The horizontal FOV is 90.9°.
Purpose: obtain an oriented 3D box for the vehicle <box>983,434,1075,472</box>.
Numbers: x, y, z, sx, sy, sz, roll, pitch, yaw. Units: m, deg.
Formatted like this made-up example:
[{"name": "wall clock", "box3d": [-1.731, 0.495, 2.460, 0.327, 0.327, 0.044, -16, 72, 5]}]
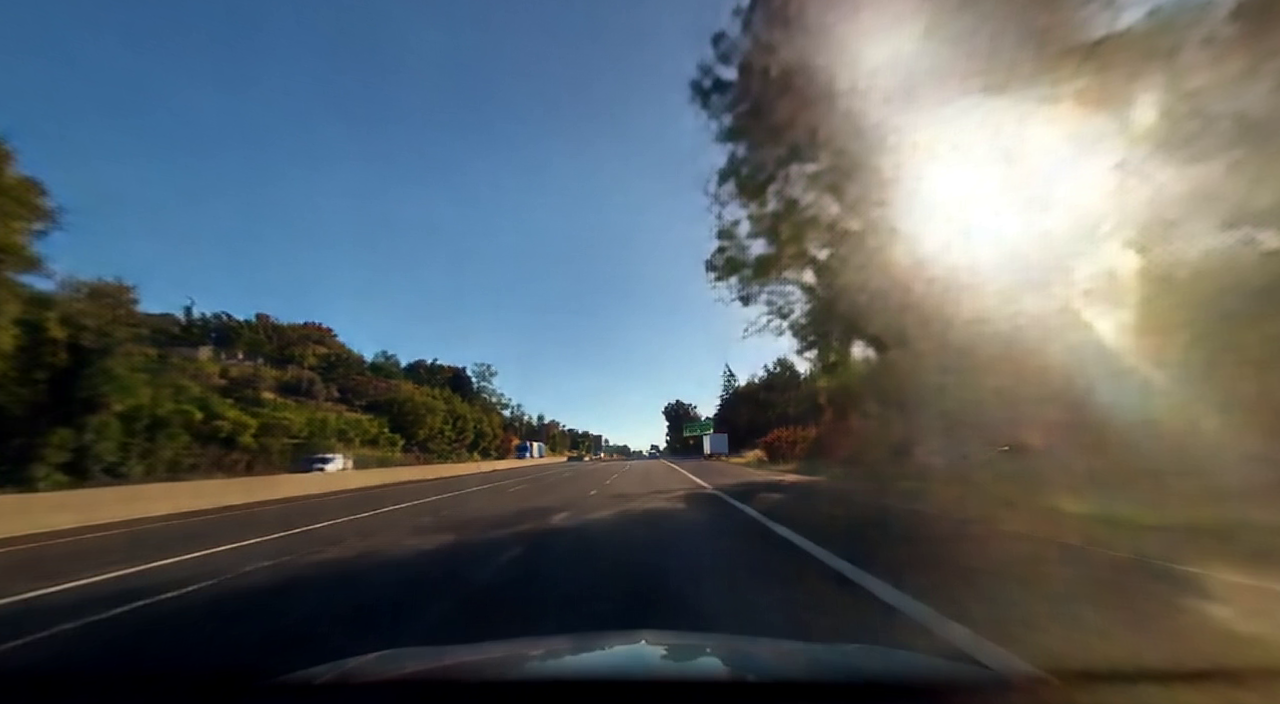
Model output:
[{"name": "vehicle", "box3d": [20.083, 5.225, 32.743, 2.038, 1.823, 3.744, 1, -9, -8]}]
